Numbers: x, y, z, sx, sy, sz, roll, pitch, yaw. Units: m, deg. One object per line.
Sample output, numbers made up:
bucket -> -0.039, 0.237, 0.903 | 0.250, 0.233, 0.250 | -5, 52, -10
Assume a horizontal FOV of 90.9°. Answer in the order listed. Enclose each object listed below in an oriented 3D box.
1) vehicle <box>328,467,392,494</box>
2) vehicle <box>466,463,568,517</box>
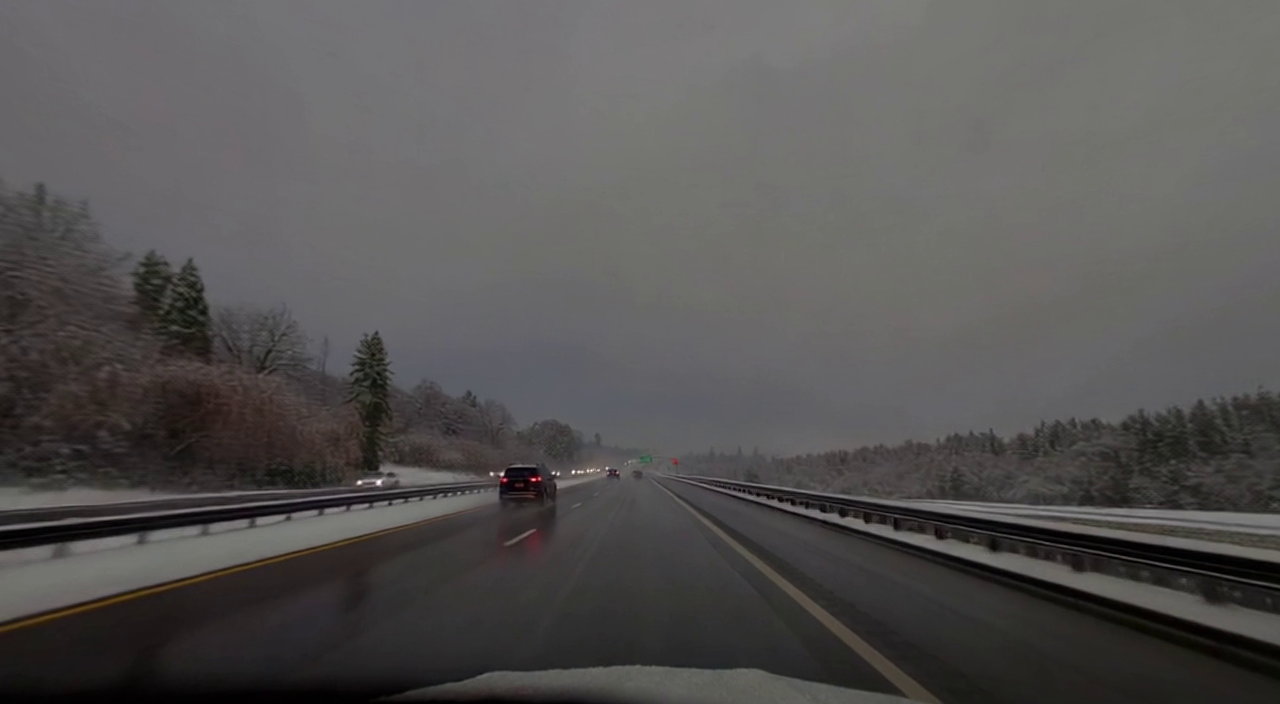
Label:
vehicle -> -17.223, 7.912, 39.004 | 1.964, 1.529, 4.371 | 1, -11, 0
vehicle -> -3.735, 4.312, 20.128 | 2.146, 1.441, 5.020 | 1, -11, 1
